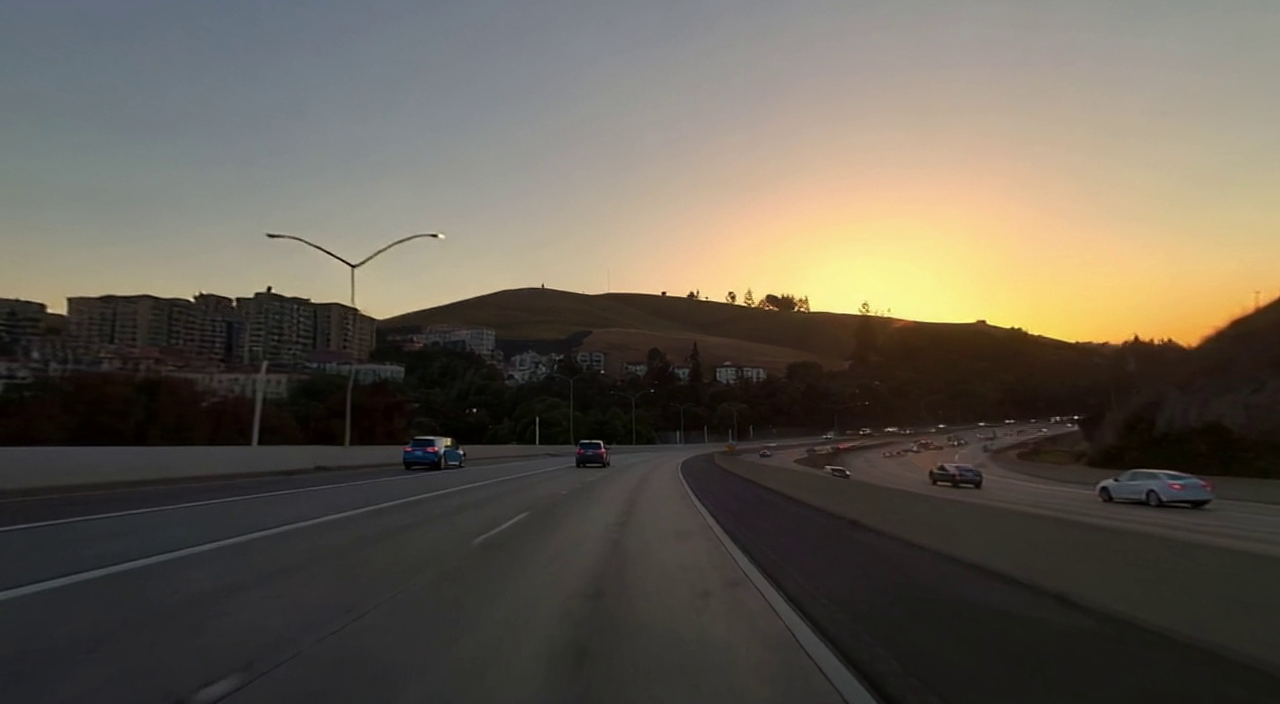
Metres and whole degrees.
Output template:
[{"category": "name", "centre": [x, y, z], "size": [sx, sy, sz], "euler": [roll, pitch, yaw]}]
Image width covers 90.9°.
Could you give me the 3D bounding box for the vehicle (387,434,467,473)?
[{"category": "vehicle", "centre": [-10.212, 4.920, 30.675], "size": [2.039, 1.746, 4.528], "euler": [-1, -8, 4]}]

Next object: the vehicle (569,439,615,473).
[{"category": "vehicle", "centre": [-2.629, 5.846, 35.724], "size": [2.028, 1.782, 4.150], "euler": [-1, -8, 3]}]

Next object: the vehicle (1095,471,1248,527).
[{"category": "vehicle", "centre": [18.604, 5.121, 22.408], "size": [1.786, 1.559, 4.496], "euler": [-1, -8, 5]}]
